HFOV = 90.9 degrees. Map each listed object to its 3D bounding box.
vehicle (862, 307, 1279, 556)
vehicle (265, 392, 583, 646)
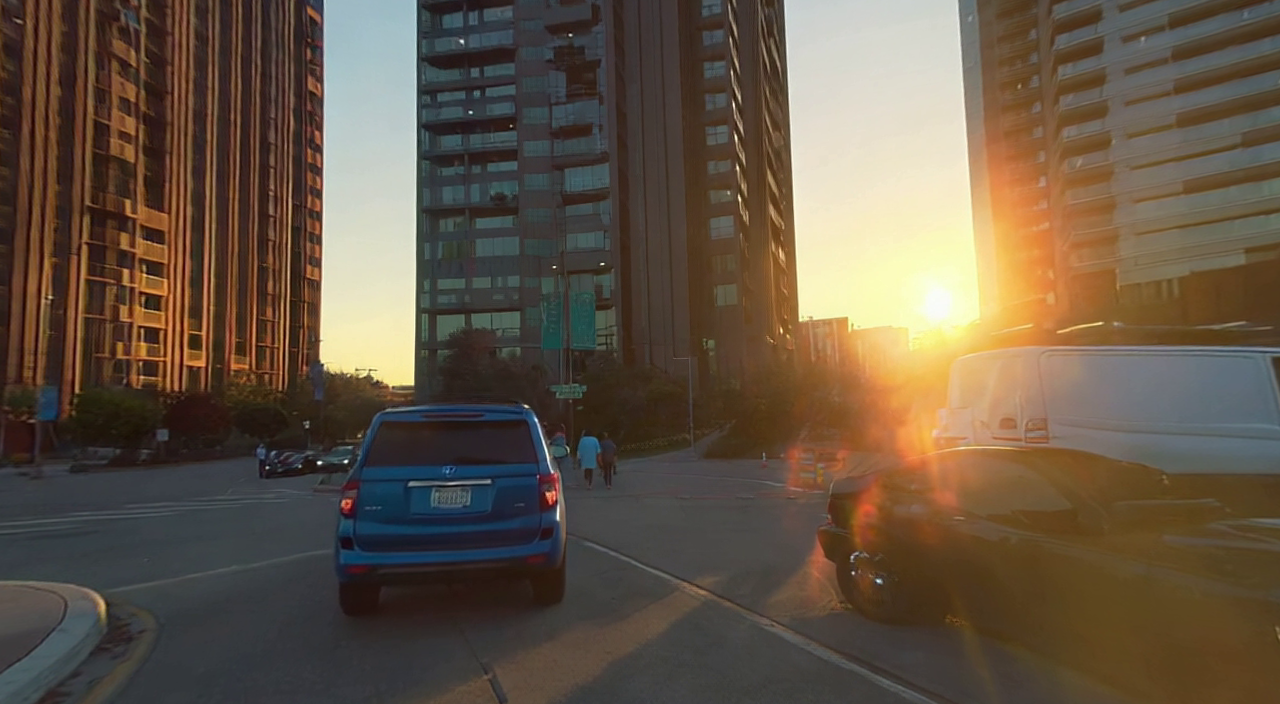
[{"bbox_3d":[6.872,1.026,8.235,6.932,2.753,2.446,0,-8,1],"label":"vehicle"},{"bbox_3d":[-1.734,1.463,6.569,2.144,1.733,4.115,1,-8,-7],"label":"vehicle"}]
